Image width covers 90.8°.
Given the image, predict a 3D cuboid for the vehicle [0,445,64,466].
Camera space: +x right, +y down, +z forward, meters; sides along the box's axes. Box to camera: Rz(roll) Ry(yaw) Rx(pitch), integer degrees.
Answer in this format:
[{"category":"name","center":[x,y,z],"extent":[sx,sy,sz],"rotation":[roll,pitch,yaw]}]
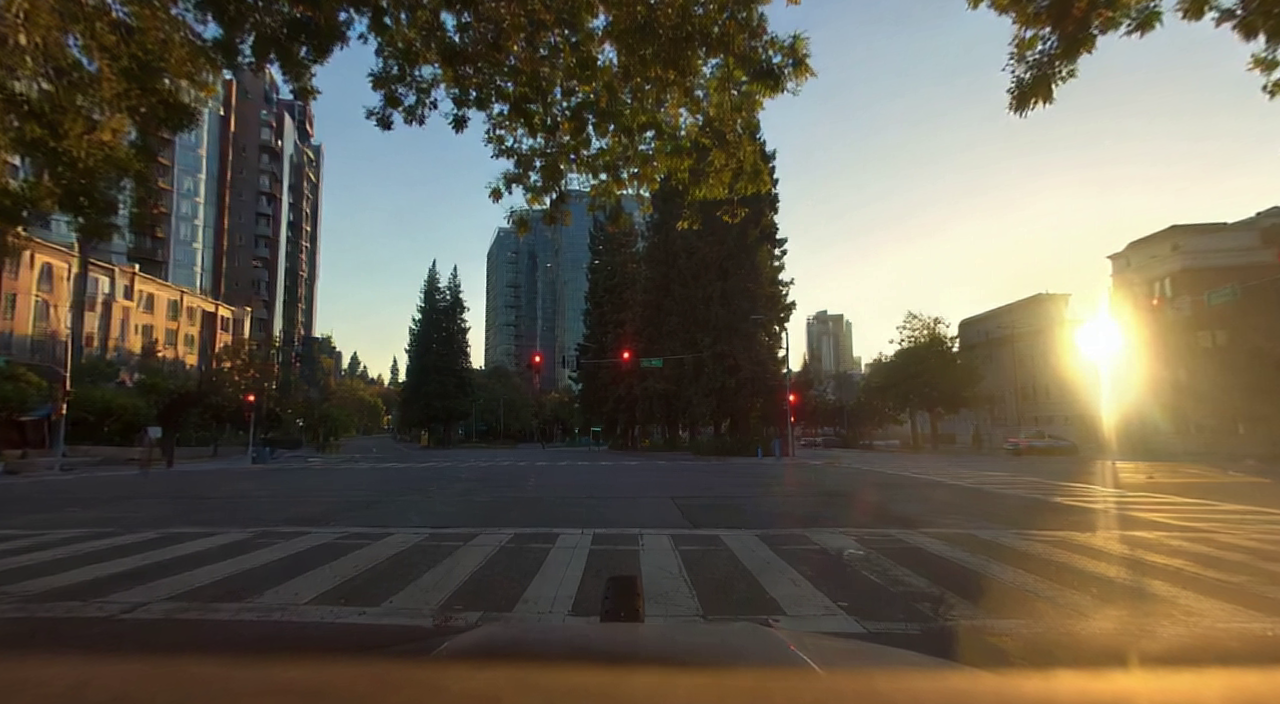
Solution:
[{"category":"vehicle","center":[-45.255,7.626,46.646],"extent":[1.858,1.467,3.624],"rotation":[0,-8,1]}]

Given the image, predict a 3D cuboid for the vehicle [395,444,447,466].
[{"category":"vehicle","center":[-15.478,7.293,44.877],"extent":[2.056,1.450,4.343],"rotation":[0,-8,0]}]

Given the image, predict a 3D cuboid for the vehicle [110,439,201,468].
[{"category":"vehicle","center":[-34.907,7.310,45.771],"extent":[2.204,1.955,5.518],"rotation":[0,-8,0]}]

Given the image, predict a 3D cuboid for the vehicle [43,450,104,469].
[{"category":"vehicle","center":[-41.587,7.890,46.452],"extent":[1.552,1.339,3.340],"rotation":[0,-8,-4]}]

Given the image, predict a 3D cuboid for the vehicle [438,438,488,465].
[{"category":"vehicle","center":[-11.983,6.742,42.986],"extent":[2.080,1.763,4.341],"rotation":[0,-8,1]}]
